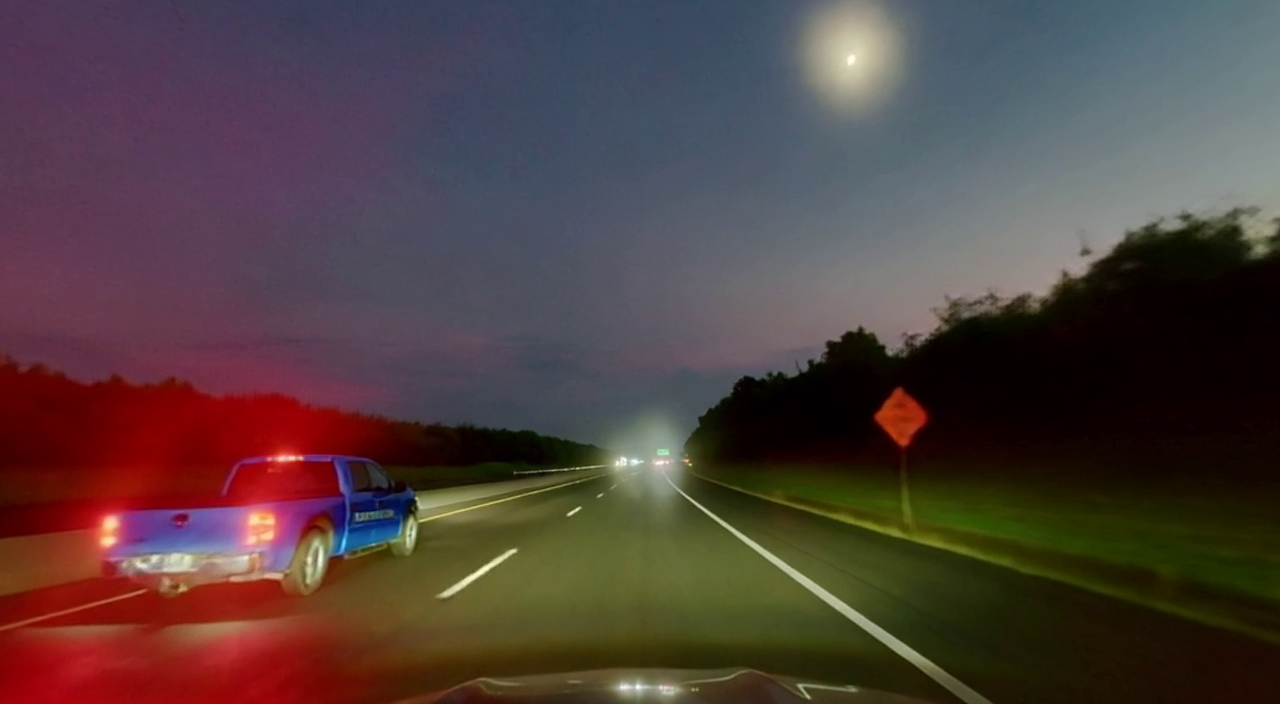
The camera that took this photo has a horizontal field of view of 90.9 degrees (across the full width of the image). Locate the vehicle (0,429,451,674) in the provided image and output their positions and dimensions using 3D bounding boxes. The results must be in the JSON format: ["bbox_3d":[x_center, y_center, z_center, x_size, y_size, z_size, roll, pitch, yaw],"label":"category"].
[{"bbox_3d":[-3.859,1.725,6.589,2.135,1.506,5.041,1,-10,1],"label":"vehicle"}]
